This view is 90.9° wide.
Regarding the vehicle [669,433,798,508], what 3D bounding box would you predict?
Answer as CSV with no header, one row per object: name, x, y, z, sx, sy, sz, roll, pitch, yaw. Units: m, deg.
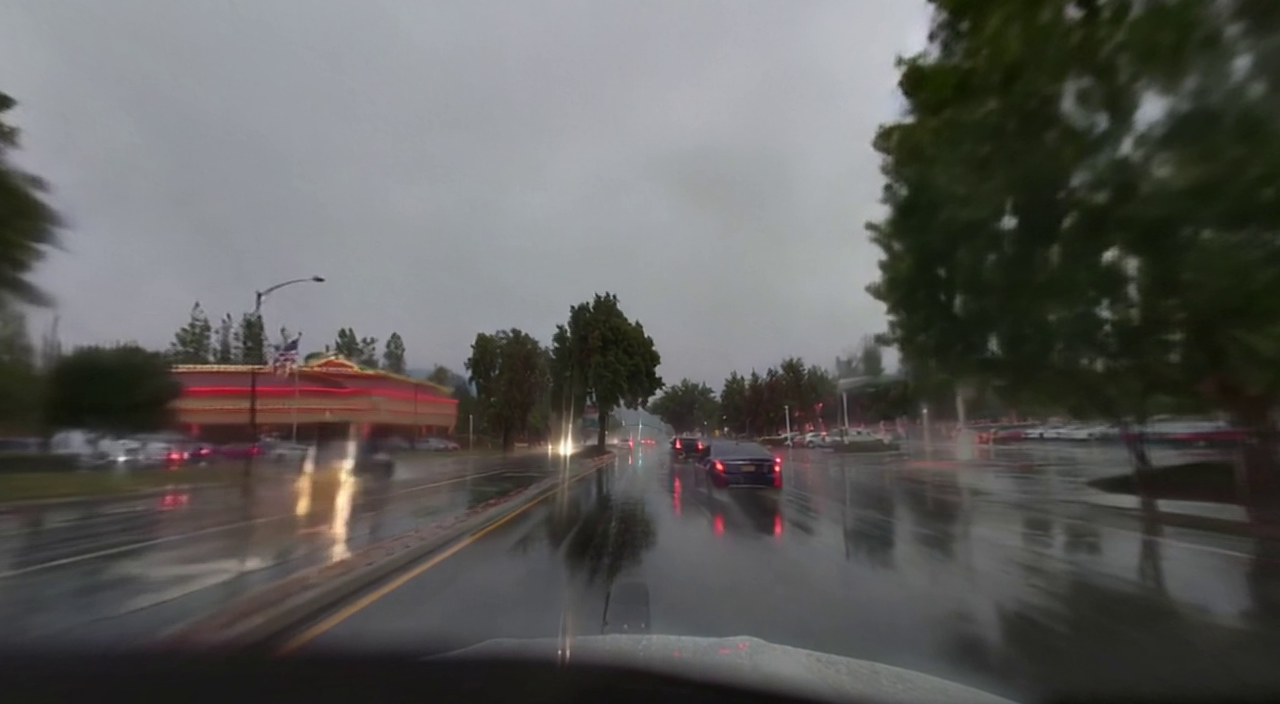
vehicle,1.971,2.702,14.896,2.091,1.472,4.697,0,-8,-3

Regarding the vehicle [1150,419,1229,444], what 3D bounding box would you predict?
vehicle,34.967,5.129,40.254,1.842,1.473,4.620,-2,-8,15

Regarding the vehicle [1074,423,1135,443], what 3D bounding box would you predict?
vehicle,34.219,6.028,46.558,1.882,1.392,4.562,-2,-8,12

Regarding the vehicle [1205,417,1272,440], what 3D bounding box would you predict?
vehicle,41.909,5.397,44.212,1.798,1.447,3.784,-3,-9,17

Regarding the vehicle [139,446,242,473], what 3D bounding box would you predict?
vehicle,-23.461,5.589,32.976,4.077,1.342,1.813,-1,-8,4

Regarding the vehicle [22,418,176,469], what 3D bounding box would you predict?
vehicle,-35.201,5.994,41.249,7.010,3.172,3.077,0,-8,-1
